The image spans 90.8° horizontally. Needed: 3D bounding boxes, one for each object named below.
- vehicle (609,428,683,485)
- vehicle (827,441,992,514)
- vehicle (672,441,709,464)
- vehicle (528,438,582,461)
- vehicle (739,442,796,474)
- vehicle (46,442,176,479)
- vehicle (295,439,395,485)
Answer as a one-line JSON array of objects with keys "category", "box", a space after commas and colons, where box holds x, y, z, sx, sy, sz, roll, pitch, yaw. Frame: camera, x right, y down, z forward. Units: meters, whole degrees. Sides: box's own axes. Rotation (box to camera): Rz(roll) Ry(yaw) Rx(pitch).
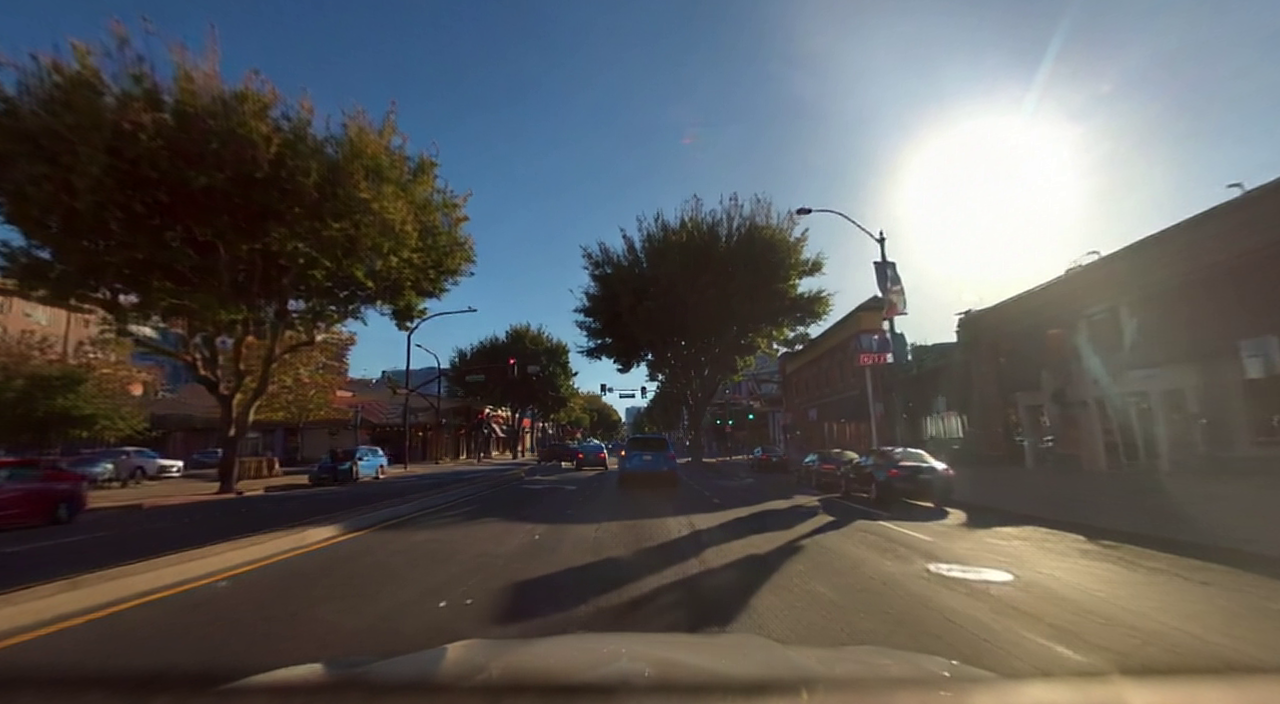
[{"category": "vehicle", "box": [0.161, 3.703, 22.610, 2.382, 1.796, 4.610, 0, -8, -1]}, {"category": "vehicle", "box": [6.334, 2.974, 15.579, 2.048, 1.484, 4.709, 0, -8, 1]}, {"category": "vehicle", "box": [3.454, 6.931, 43.744, 2.209, 1.478, 4.138, 0, -8, 0]}, {"category": "vehicle", "box": [-6.758, 7.703, 49.914, 2.125, 1.757, 4.427, 7, -11, -39]}, {"category": "vehicle", "box": [6.460, 5.397, 32.459, 1.986, 1.515, 4.265, 0, -8, -1]}, {"category": "vehicle", "box": [-28.031, 5.754, 33.600, 4.767, 1.843, 2.339, 0, -9, 1]}, {"category": "vehicle", "box": [-13.728, 5.124, 29.852, 2.197, 1.985, 5.183, 0, -8, 0]}]
